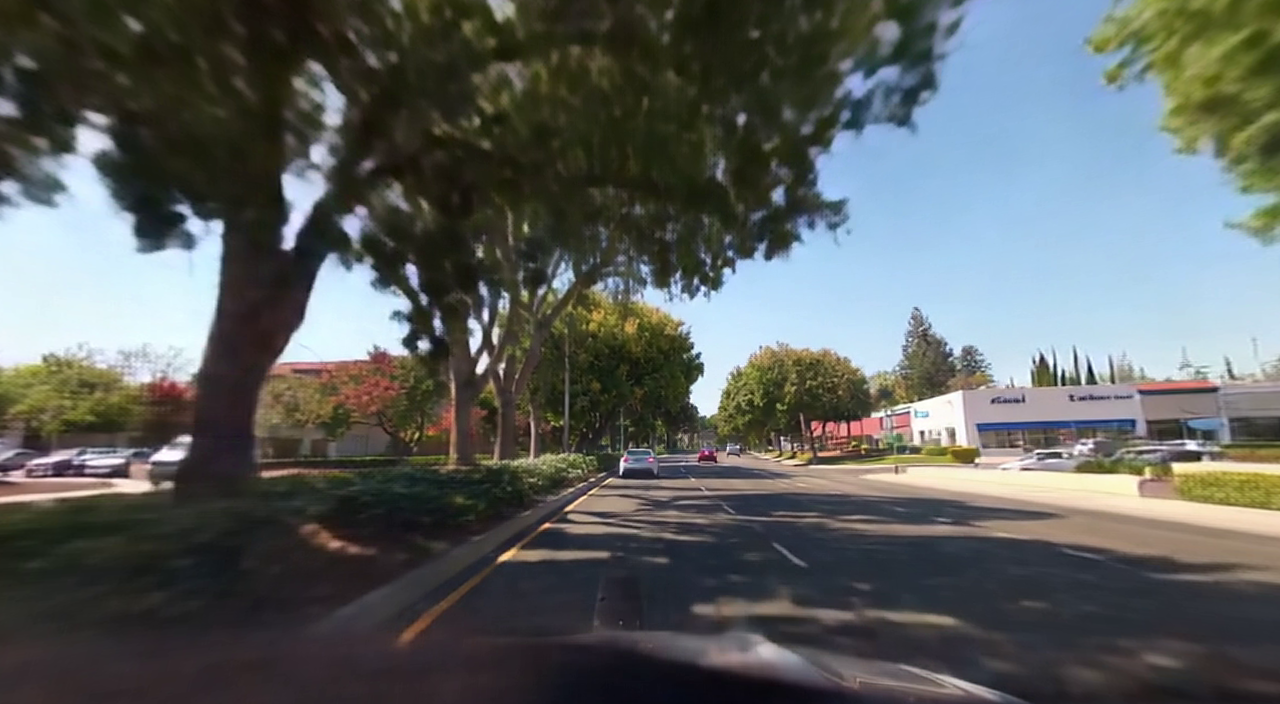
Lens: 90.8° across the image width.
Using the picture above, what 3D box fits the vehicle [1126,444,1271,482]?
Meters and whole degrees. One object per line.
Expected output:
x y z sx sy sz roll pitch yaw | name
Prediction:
21.285 4.248 24.202 3.811 1.355 1.823 0 -9 -1 | vehicle

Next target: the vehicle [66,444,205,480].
-31.678 6.889 40.003 2.154 2.021 6.409 -5 -10 28 | vehicle

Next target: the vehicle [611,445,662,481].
-0.077 4.893 28.070 2.095 1.456 3.873 -1 -9 2 | vehicle

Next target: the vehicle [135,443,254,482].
-24.375 6.017 34.717 5.104 1.947 2.106 6 -11 -36 | vehicle

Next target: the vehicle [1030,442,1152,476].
21.170 5.005 29.783 4.197 1.505 1.915 0 -8 1 | vehicle
